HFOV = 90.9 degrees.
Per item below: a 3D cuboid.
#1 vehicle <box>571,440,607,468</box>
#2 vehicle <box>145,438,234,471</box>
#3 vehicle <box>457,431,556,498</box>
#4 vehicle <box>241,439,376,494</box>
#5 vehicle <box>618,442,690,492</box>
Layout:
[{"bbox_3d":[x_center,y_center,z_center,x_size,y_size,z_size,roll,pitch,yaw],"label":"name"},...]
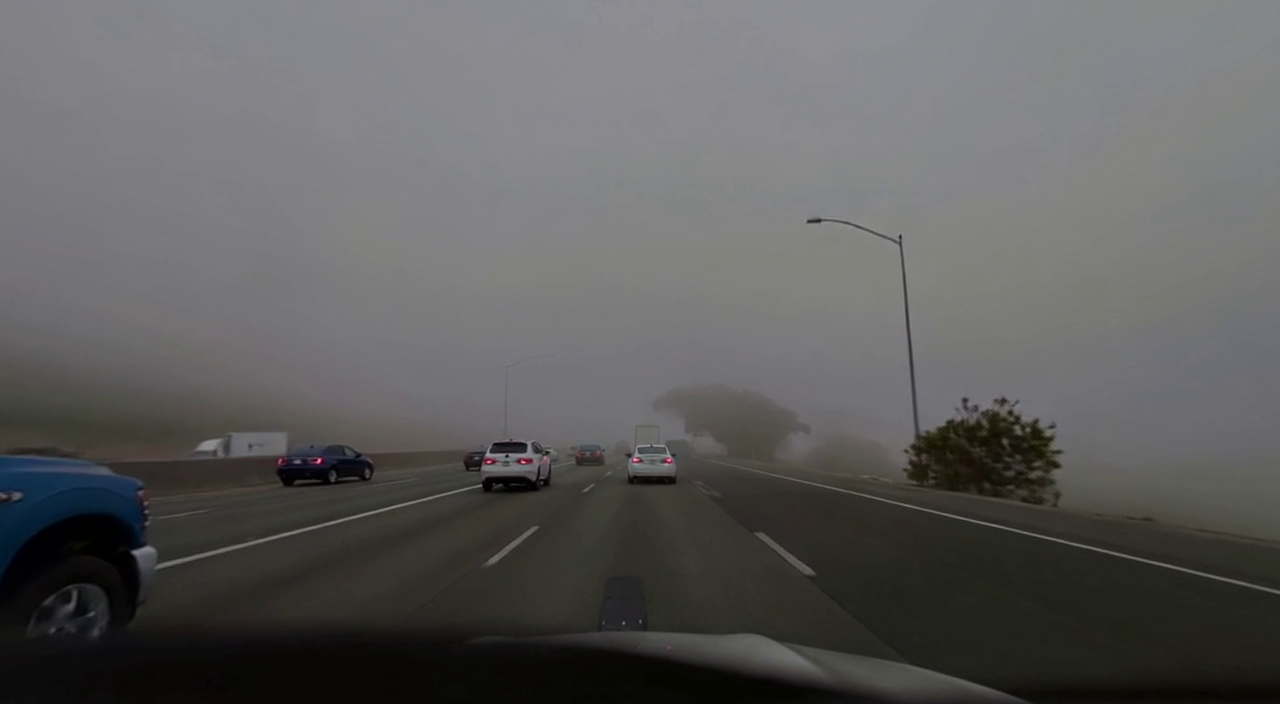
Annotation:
[{"bbox_3d":[-3.192,6.465,40.184,1.897,1.646,4.049,0,-8,1],"label":"vehicle"},{"bbox_3d":[-30.551,6.959,42.996,2.239,2.119,5.149,0,-8,0],"label":"vehicle"},{"bbox_3d":[-3.736,3.229,18.501,1.903,1.721,4.210,0,-8,1],"label":"vehicle"},{"bbox_3d":[-10.564,3.654,20.527,1.941,1.602,4.277,0,-8,2],"label":"vehicle"},{"bbox_3d":[0.400,3.630,20.267,2.054,1.421,4.090,0,-8,0],"label":"vehicle"}]
